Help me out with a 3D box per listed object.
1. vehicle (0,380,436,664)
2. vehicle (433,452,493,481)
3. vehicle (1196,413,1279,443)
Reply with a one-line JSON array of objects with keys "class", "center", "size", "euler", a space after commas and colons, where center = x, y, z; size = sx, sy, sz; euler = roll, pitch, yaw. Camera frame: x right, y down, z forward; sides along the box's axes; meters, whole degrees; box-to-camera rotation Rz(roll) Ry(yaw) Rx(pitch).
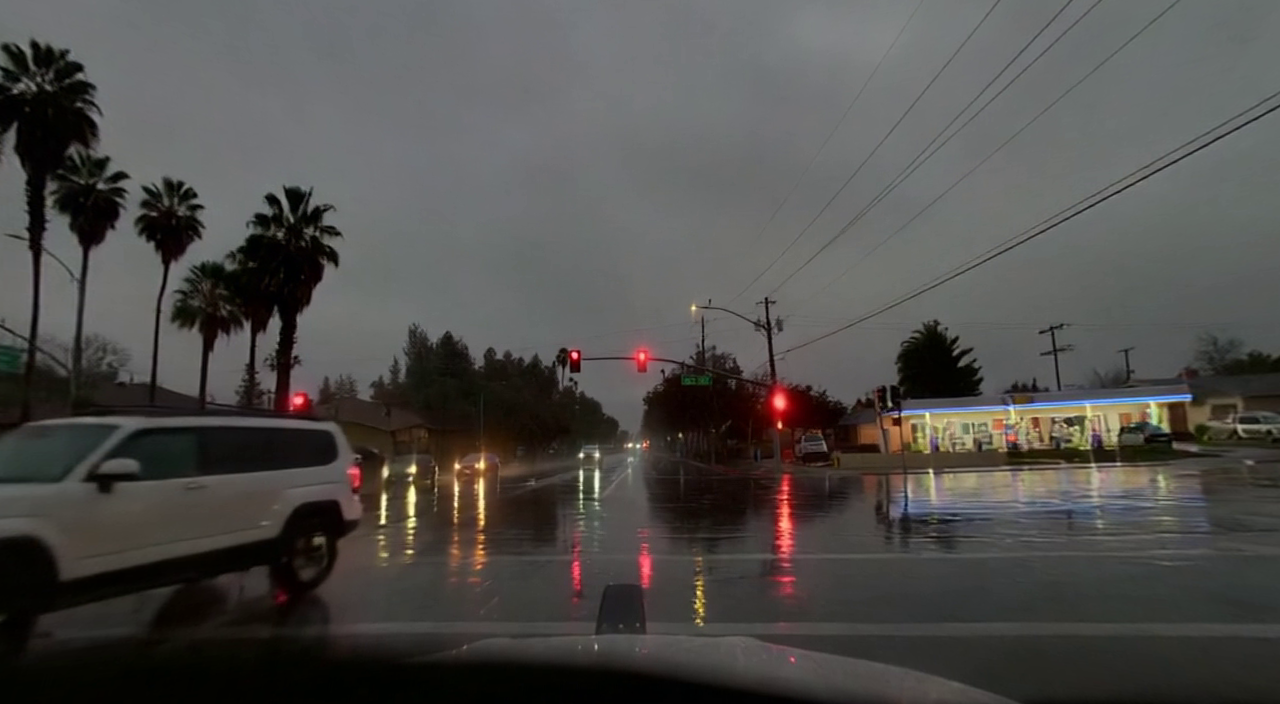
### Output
[{"class": "vehicle", "center": [-4.476, 1.330, 5.635], "size": [1.952, 1.817, 5.086], "euler": [-5, -10, 27]}, {"class": "vehicle", "center": [-9.812, 6.353, 35.412], "size": [2.085, 1.451, 4.311], "euler": [0, -9, 0]}, {"class": "vehicle", "center": [38.299, 4.798, 39.970], "size": [4.488, 1.447, 1.765], "euler": [-5, -8, -1]}]
